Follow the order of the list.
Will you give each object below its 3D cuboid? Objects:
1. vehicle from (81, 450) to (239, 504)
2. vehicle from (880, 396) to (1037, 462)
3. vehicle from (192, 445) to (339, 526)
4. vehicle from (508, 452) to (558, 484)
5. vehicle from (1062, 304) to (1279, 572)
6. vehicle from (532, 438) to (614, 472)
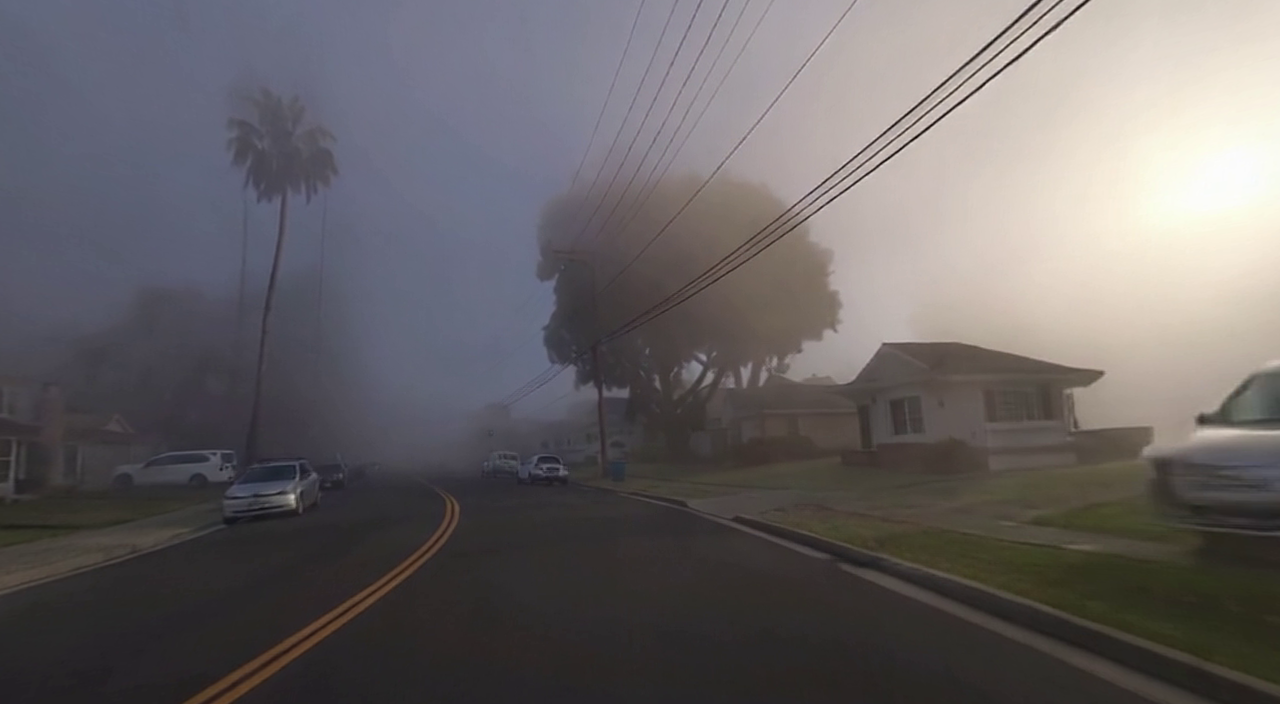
[{"bbox_3d":[-17.627,4.576,23.426,4.060,1.843,1.979,2,-9,-11],"label":"vehicle"},{"bbox_3d":[11.507,2.817,22.904,4.795,2.190,2.305,3,-9,-20],"label":"vehicle"},{"bbox_3d":[-10.057,3.600,17.472,2.410,1.790,4.699,0,-10,-17],"label":"vehicle"},{"bbox_3d":[-5.625,5.980,32.919,1.870,1.490,3.802,3,-9,-20],"label":"vehicle"},{"bbox_3d":[7.334,0.817,5.977,5.102,2.040,2.472,1,-8,-10],"label":"vehicle"},{"bbox_3d":[-5.160,7.808,48.047,5.900,2.328,2.603,1,-8,-13],"label":"vehicle"}]
